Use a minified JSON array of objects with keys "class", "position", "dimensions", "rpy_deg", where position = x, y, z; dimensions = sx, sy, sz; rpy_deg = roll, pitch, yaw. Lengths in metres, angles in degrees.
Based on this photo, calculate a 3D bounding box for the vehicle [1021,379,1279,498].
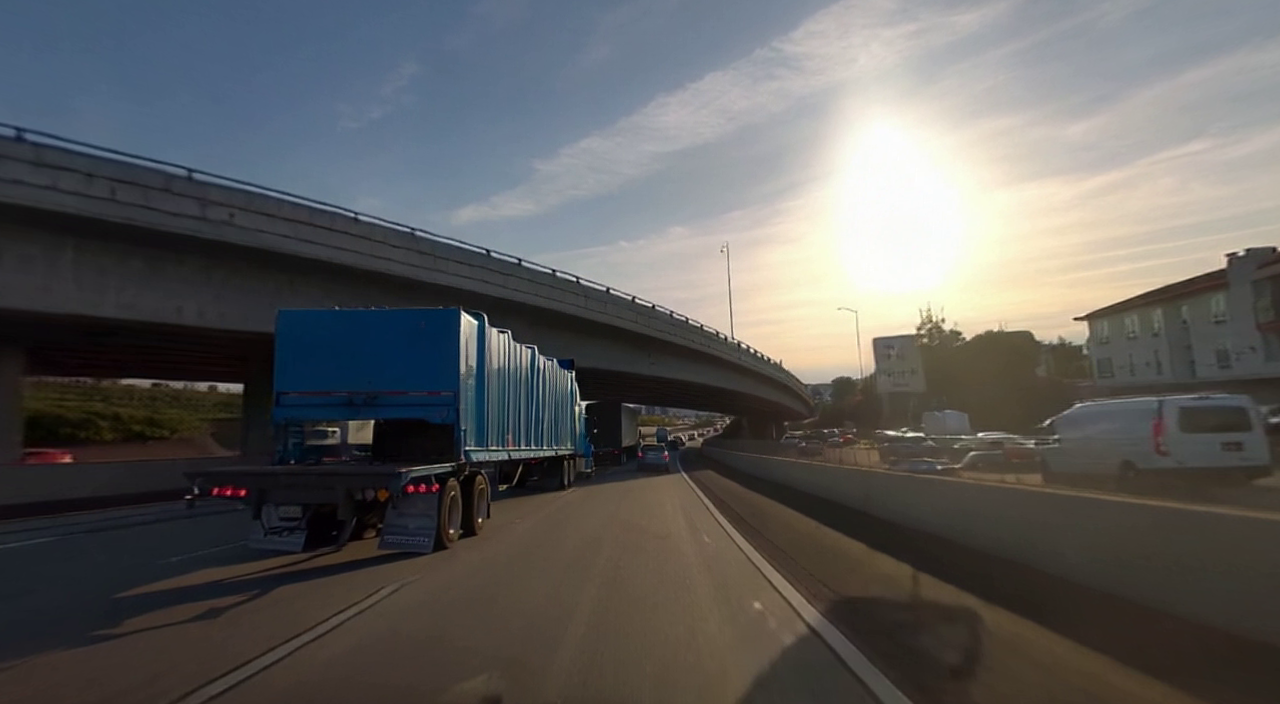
[{"class":"vehicle","position":[13.947,2.413,17.344],"dimensions":[2.679,2.597,7.126],"rpy_deg":[-1,-9,3]}]

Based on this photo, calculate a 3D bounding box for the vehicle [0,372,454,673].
[{"class":"vehicle","position":[-3.620,1.247,5.535],"dimensions":[2.896,1.779,3.441],"rpy_deg":[0,-8,0]}]

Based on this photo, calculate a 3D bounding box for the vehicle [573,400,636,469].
[{"class":"vehicle","position":[-2.079,5.492,41.240],"dimensions":[3.073,3.894,9.782],"rpy_deg":[-1,-9,3]}]

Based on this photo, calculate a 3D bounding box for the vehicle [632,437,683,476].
[{"class":"vehicle","position":[0.835,4.742,28.777],"dimensions":[2.178,1.640,4.071],"rpy_deg":[-1,-9,3]}]
